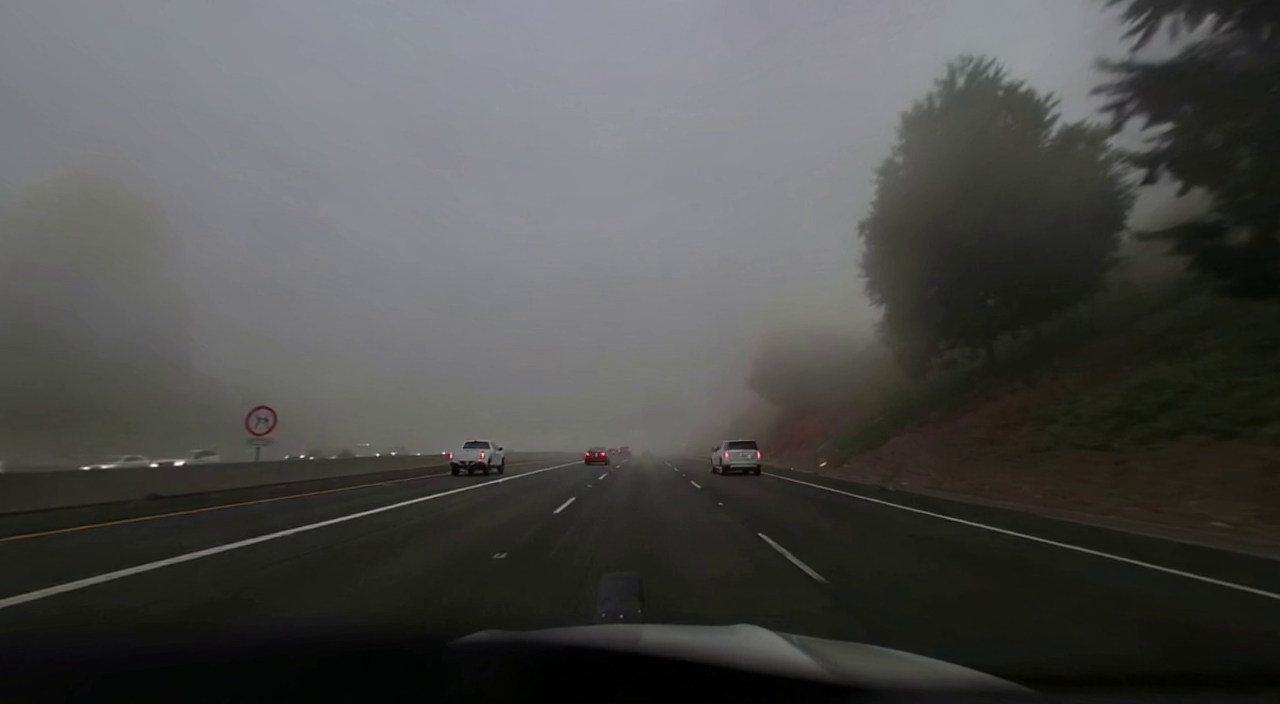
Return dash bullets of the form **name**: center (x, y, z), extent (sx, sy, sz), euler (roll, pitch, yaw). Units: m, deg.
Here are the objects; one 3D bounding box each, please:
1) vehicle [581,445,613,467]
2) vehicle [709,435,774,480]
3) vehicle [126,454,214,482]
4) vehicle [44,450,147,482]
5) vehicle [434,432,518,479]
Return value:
- **vehicle**: center (-3.154, 7.722, 47.040), extent (2.067, 1.528, 4.551), euler (0, -9, 1)
- **vehicle**: center (4.198, 4.446, 26.715), extent (1.990, 1.735, 4.276), euler (0, -9, 0)
- **vehicle**: center (-28.875, 7.124, 38.897), extent (1.845, 1.514, 4.682), euler (0, -9, 0)
- **vehicle**: center (-35.100, 7.338, 40.822), extent (2.034, 1.900, 5.300), euler (0, -9, -2)
- **vehicle**: center (-7.570, 4.853, 29.793), extent (2.341, 1.959, 5.684), euler (0, -9, 1)
